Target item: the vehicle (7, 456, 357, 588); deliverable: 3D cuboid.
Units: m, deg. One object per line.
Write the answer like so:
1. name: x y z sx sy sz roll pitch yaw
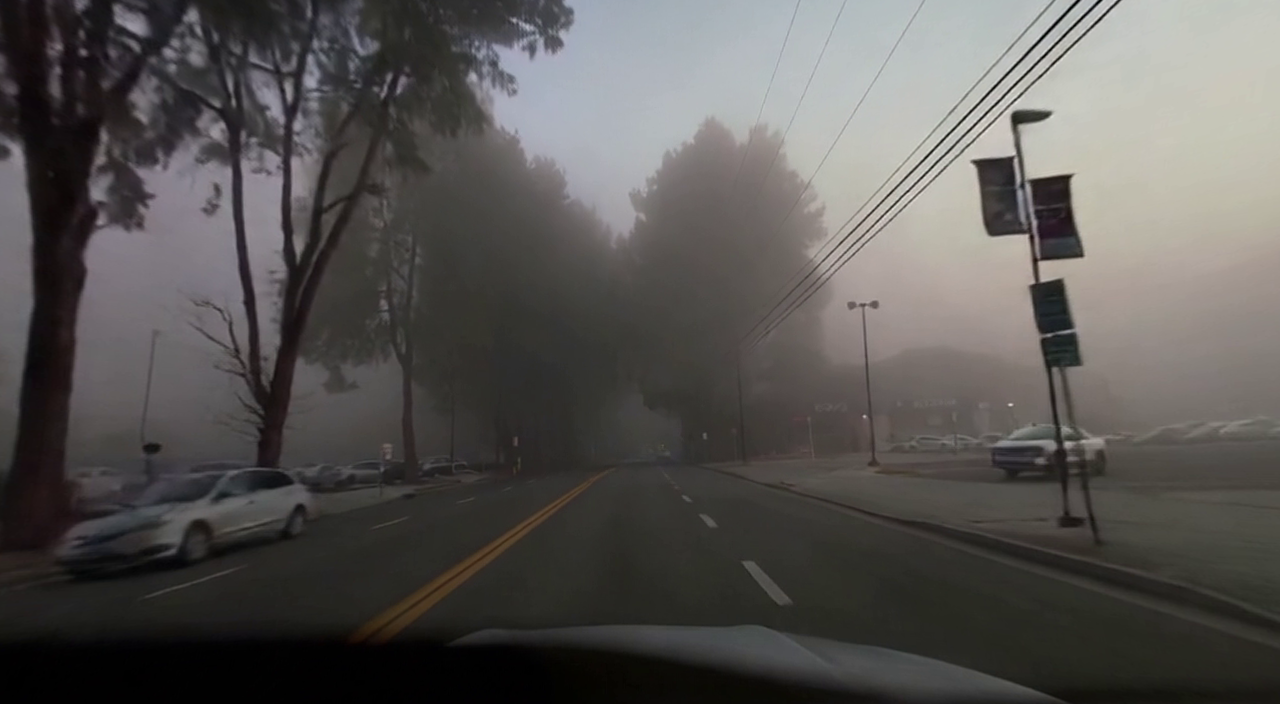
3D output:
1. vehicle: -6.504 2.411 9.882 1.962 1.478 4.639 0 -9 1

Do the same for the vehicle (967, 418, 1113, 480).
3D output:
1. vehicle: 11.213 2.682 17.581 4.587 1.504 1.928 6 -11 -38

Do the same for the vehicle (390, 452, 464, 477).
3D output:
1. vehicle: -15.247 8.057 45.473 4.579 1.701 2.033 0 -8 1

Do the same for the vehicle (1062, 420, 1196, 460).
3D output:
1. vehicle: 21.935 4.004 28.450 4.442 1.451 1.945 -12 -12 42
